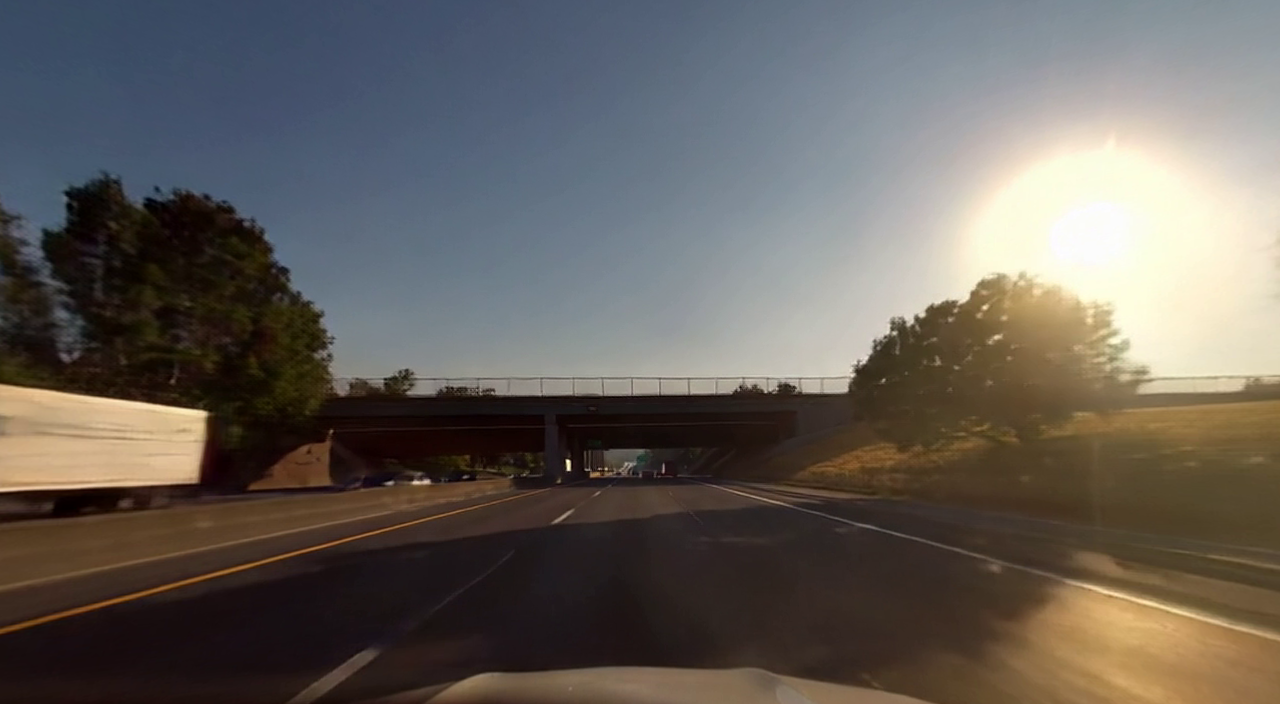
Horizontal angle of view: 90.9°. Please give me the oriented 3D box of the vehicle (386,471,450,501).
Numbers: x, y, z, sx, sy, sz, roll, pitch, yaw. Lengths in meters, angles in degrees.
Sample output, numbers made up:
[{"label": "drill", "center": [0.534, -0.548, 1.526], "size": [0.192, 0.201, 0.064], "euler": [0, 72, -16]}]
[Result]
[{"label": "vehicle", "center": [-12.186, 7.366, 34.858], "size": [1.847, 1.464, 4.491], "euler": [1, -10, 1]}]
